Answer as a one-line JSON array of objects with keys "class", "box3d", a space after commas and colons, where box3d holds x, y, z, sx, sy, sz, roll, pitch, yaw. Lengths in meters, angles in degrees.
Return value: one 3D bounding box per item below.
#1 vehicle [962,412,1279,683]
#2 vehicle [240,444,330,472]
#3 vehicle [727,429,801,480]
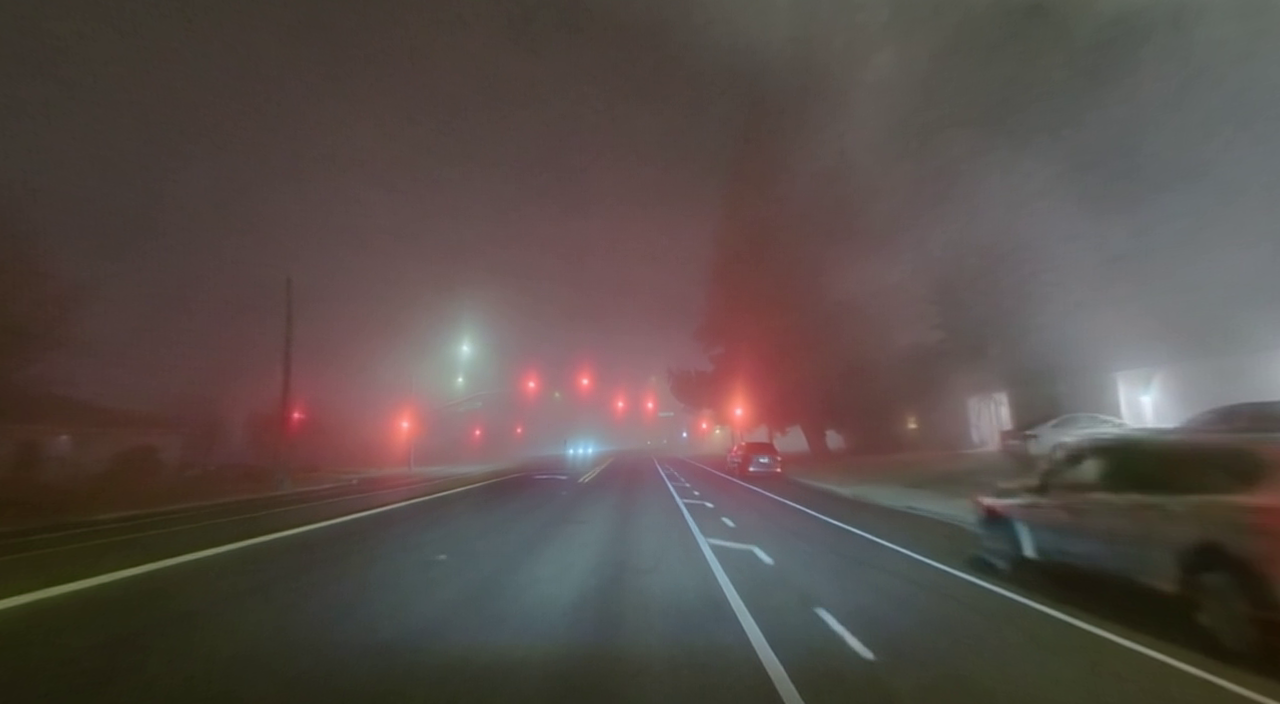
[{"class": "vehicle", "box3d": [4.579, 1.239, 4.531, 2.003, 1.481, 5.054, 0, -8, 2]}, {"class": "vehicle", "box3d": [-22.000, 6.569, 39.214, 4.334, 1.668, 2.069, 0, -8, 1]}, {"class": "vehicle", "box3d": [4.882, 4.107, 25.468, 2.170, 1.869, 4.594, 0, -8, 2]}]
